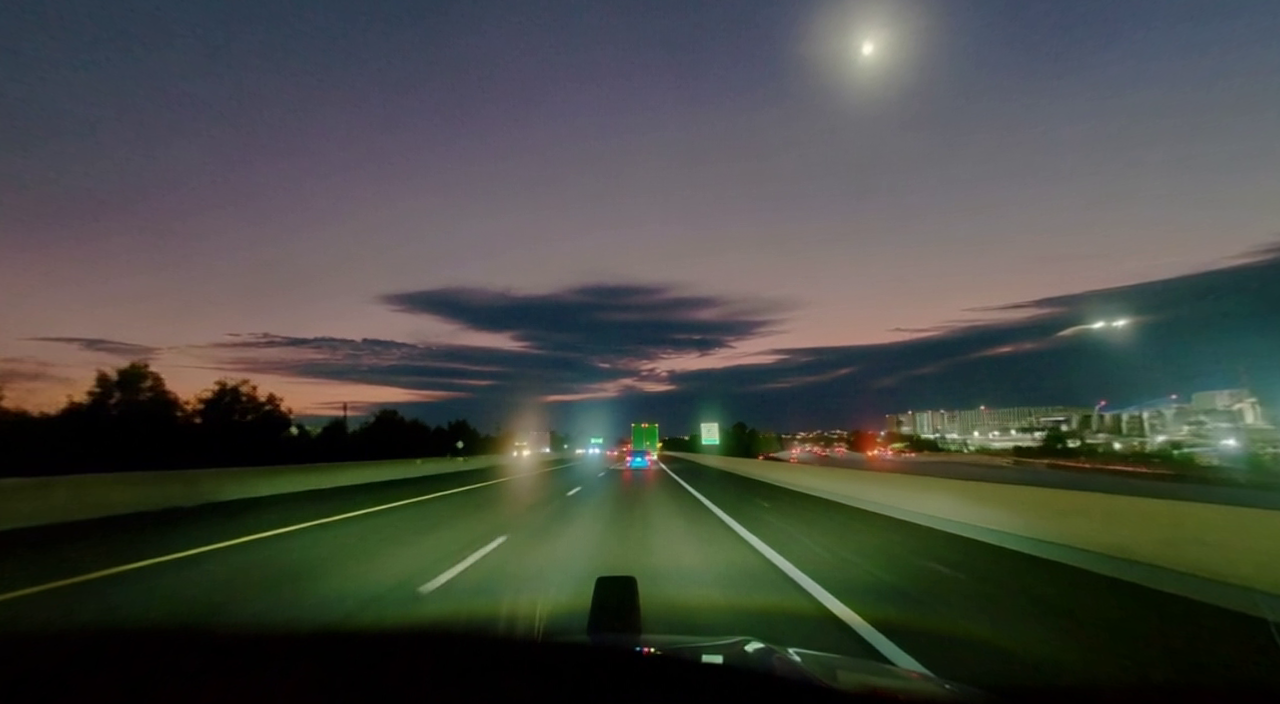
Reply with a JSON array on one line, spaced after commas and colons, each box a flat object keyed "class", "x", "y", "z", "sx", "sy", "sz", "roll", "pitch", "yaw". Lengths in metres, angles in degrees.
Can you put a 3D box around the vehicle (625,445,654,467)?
[{"class": "vehicle", "x": -0.034, "y": 7.864, "z": 47.703, "sx": 2.094, "sy": 1.559, "sz": 3.945, "roll": 0, "pitch": -9, "yaw": 0}]
